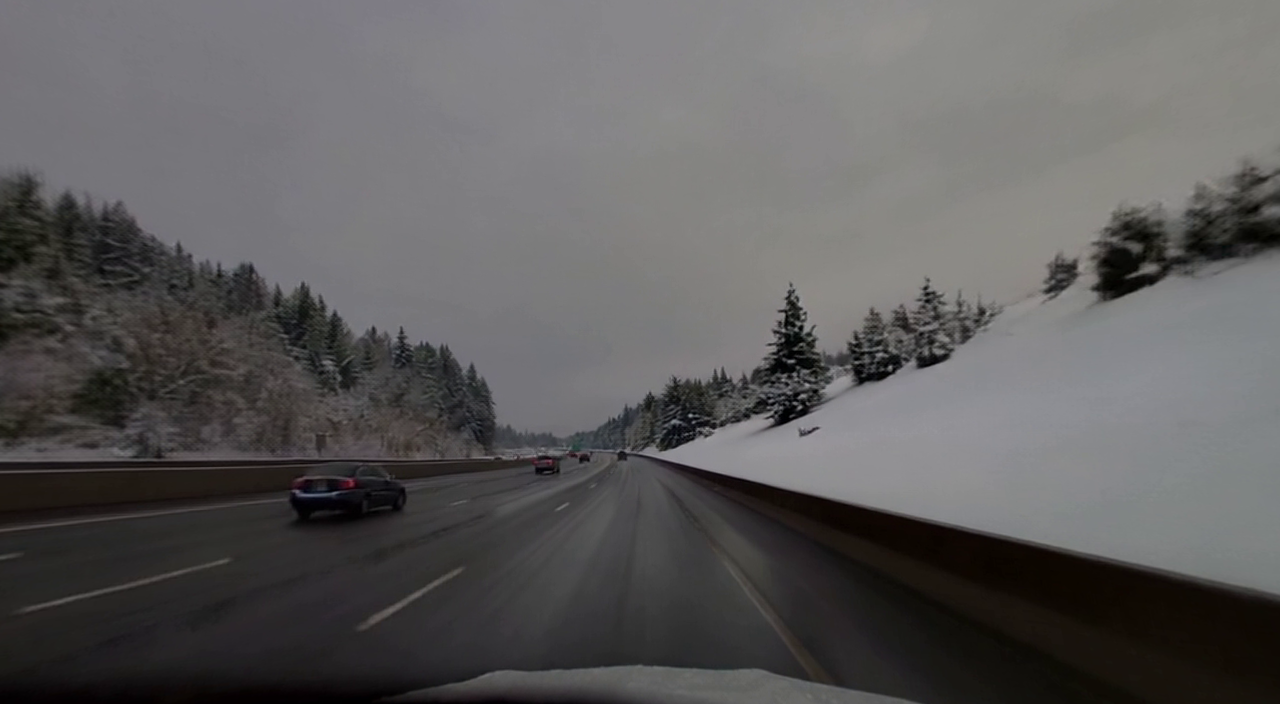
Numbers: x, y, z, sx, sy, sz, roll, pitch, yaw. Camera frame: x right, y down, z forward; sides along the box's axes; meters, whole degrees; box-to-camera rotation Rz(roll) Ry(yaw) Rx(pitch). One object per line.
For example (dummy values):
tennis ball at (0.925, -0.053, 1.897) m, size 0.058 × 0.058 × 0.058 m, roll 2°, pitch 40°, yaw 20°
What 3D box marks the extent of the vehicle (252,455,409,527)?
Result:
vehicle at (-7.102, 3.191, 14.948) m, size 1.782 × 1.441 × 3.751 m, roll 0°, pitch -9°, yaw 1°
